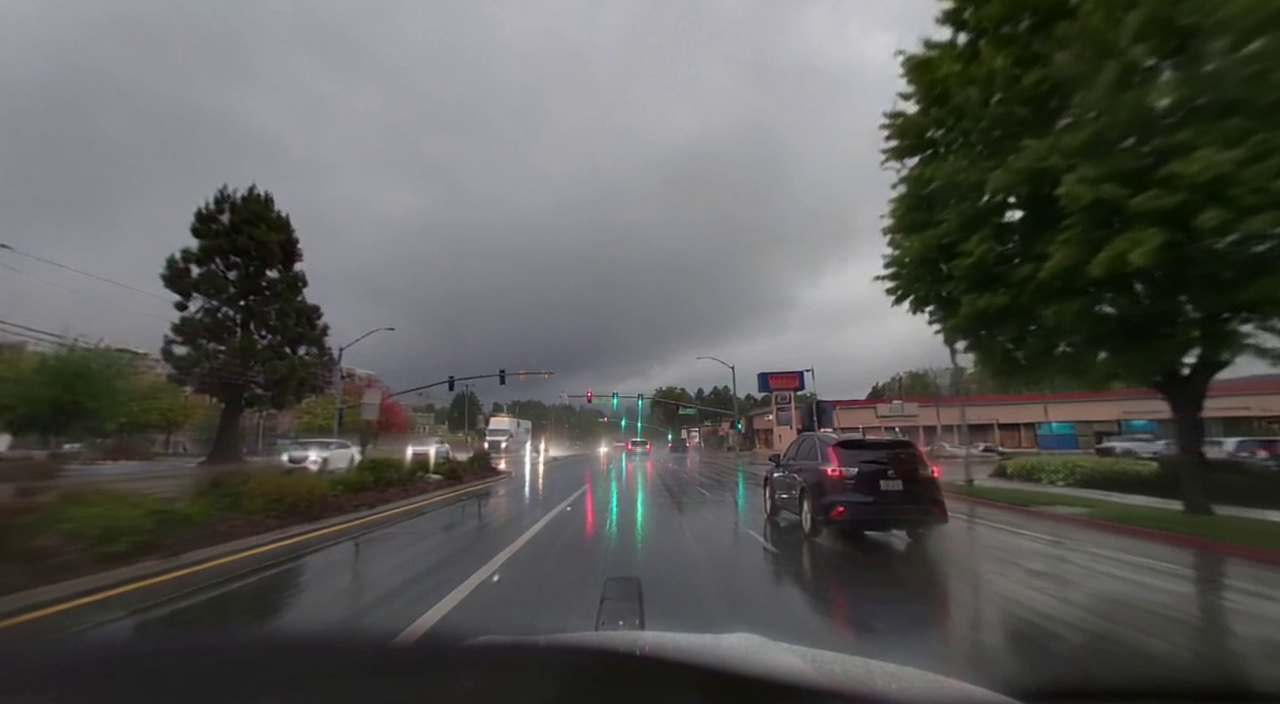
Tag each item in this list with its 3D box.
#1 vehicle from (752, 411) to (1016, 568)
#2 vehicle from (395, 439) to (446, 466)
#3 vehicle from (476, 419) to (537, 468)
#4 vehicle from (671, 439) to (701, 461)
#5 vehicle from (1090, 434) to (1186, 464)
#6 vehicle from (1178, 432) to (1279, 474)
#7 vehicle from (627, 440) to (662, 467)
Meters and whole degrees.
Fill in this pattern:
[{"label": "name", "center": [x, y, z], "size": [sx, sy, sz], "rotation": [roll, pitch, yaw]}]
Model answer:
[{"label": "vehicle", "center": [3.036, 1.816, 9.094], "size": [1.969, 1.682, 4.387], "rotation": [0, -9, -1]}, {"label": "vehicle", "center": [-14.144, 6.475, 40.894], "size": [1.847, 1.624, 3.927], "rotation": [0, -9, 1]}, {"label": "vehicle", "center": [-7.406, 5.172, 35.767], "size": [2.334, 2.525, 5.893], "rotation": [0, -8, -2]}, {"label": "vehicle", "center": [3.549, 7.685, 49.506], "size": [2.085, 1.668, 4.077], "rotation": [0, -9, 0]}, {"label": "vehicle", "center": [31.406, 6.151, 40.057], "size": [1.980, 1.792, 4.850], "rotation": [0, -9, -1]}, {"label": "vehicle", "center": [25.670, 4.242, 26.651], "size": [1.924, 1.595, 4.372], "rotation": [0, -9, -2]}, {"label": "vehicle", "center": [0.217, 6.134, 38.385], "size": [2.023, 1.532, 3.891], "rotation": [0, -9, -1]}]
